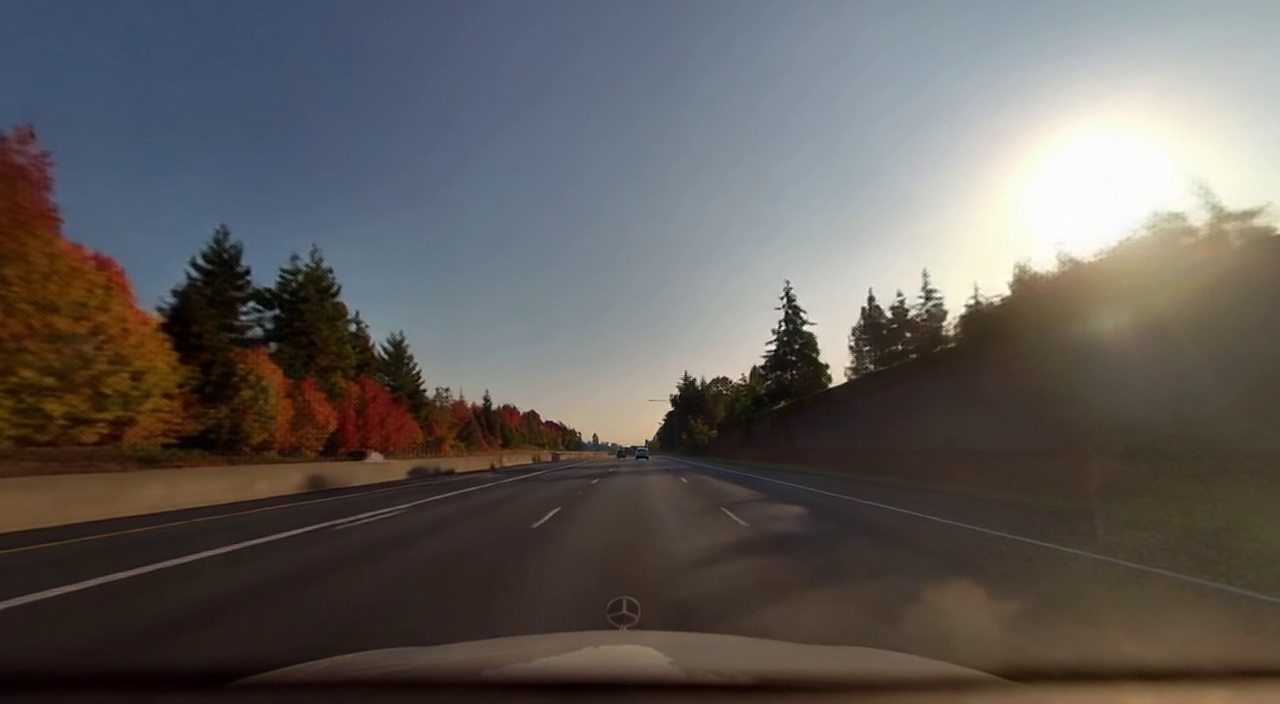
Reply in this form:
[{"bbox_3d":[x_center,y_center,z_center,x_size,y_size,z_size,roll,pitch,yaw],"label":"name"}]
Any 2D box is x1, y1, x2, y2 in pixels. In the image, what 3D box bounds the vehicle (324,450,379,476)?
[{"bbox_3d":[-17.668,6.774,38.691,1.611,1.456,3.621,0,-9,1],"label":"vehicle"}]
